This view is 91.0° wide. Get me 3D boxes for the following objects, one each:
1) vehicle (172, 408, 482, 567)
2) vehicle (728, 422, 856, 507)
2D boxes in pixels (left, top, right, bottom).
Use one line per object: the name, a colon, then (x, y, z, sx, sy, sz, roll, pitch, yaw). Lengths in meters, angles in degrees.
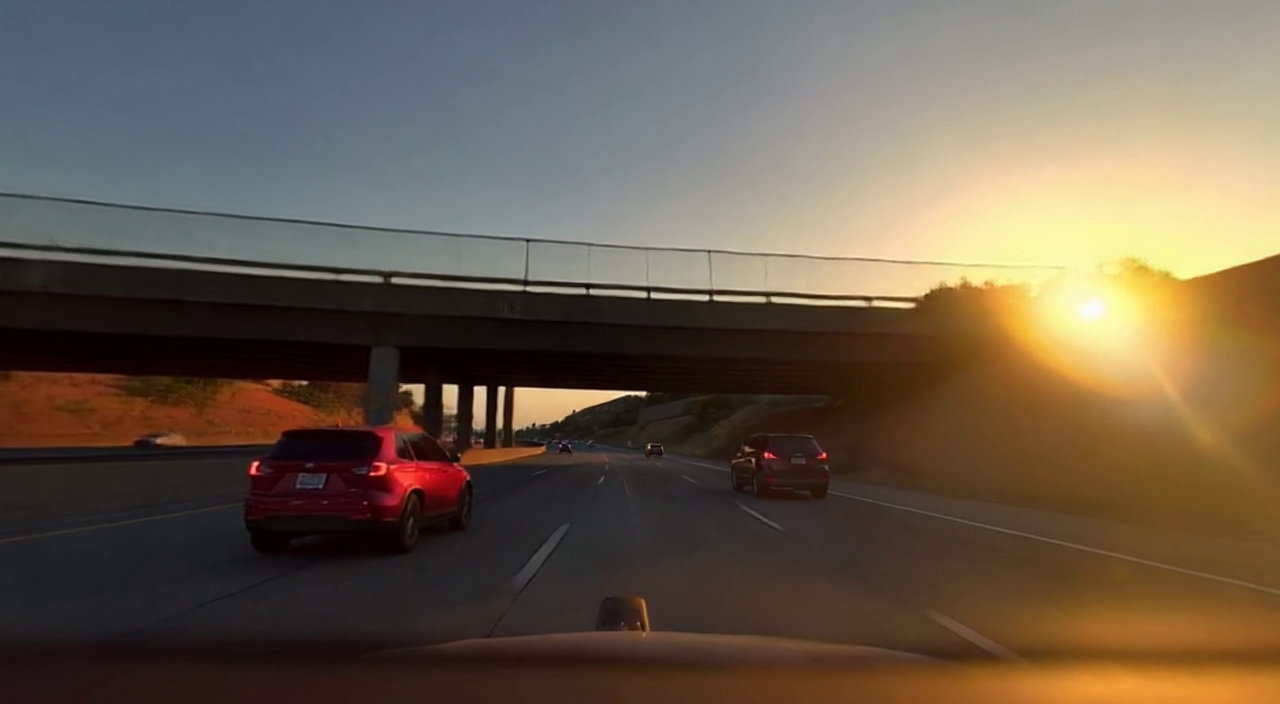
vehicle: (-4.025, 1.840, 9.254, 2.214, 1.743, 4.465, 0, -9, 0)
vehicle: (3.720, 2.866, 16.442, 2.153, 1.860, 4.689, 0, -9, 0)
